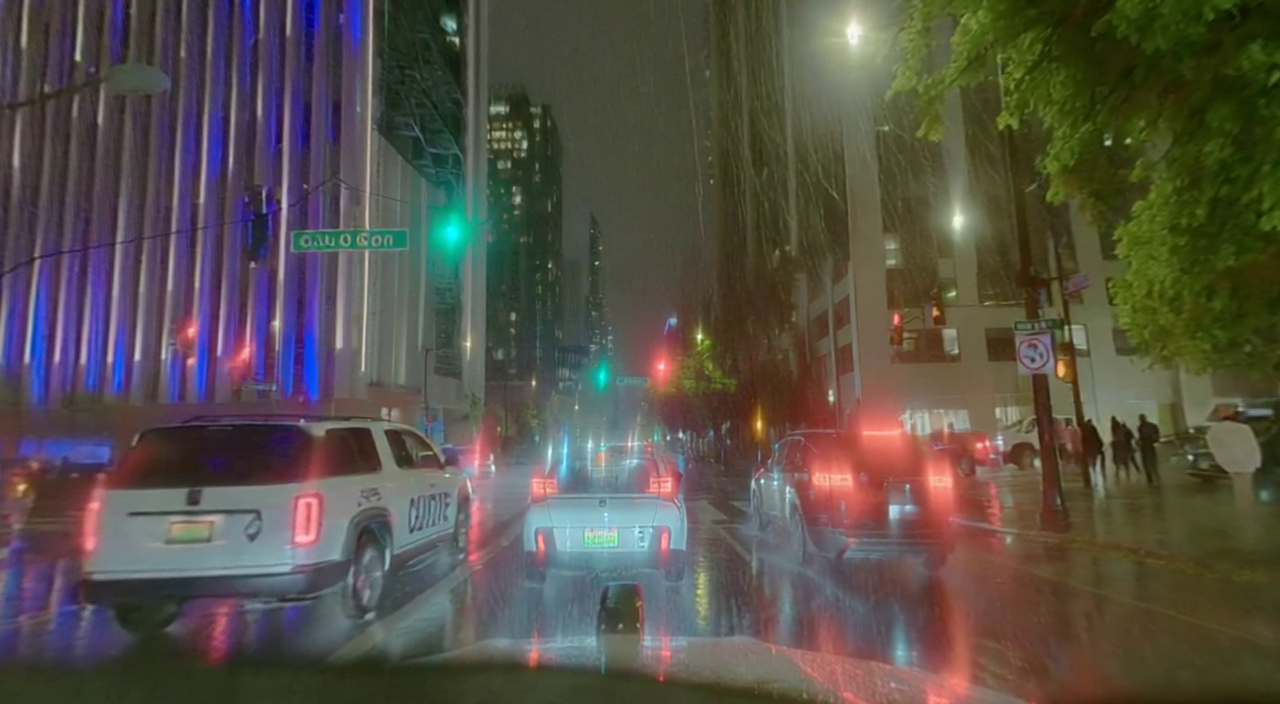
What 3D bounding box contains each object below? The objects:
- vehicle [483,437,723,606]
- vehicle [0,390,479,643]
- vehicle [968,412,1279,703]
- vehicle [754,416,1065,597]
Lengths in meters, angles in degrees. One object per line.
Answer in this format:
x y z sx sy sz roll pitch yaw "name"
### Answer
-0.352 1.788 7.656 2.092 1.454 4.132 0 -8 -1 "vehicle"
-3.651 1.585 7.330 2.190 1.840 5.272 0 -8 0 "vehicle"
2.740 0.805 1.111 1.902 1.454 4.540 0 -8 0 "vehicle"
3.031 1.841 8.542 2.072 1.735 4.759 0 -8 0 "vehicle"
